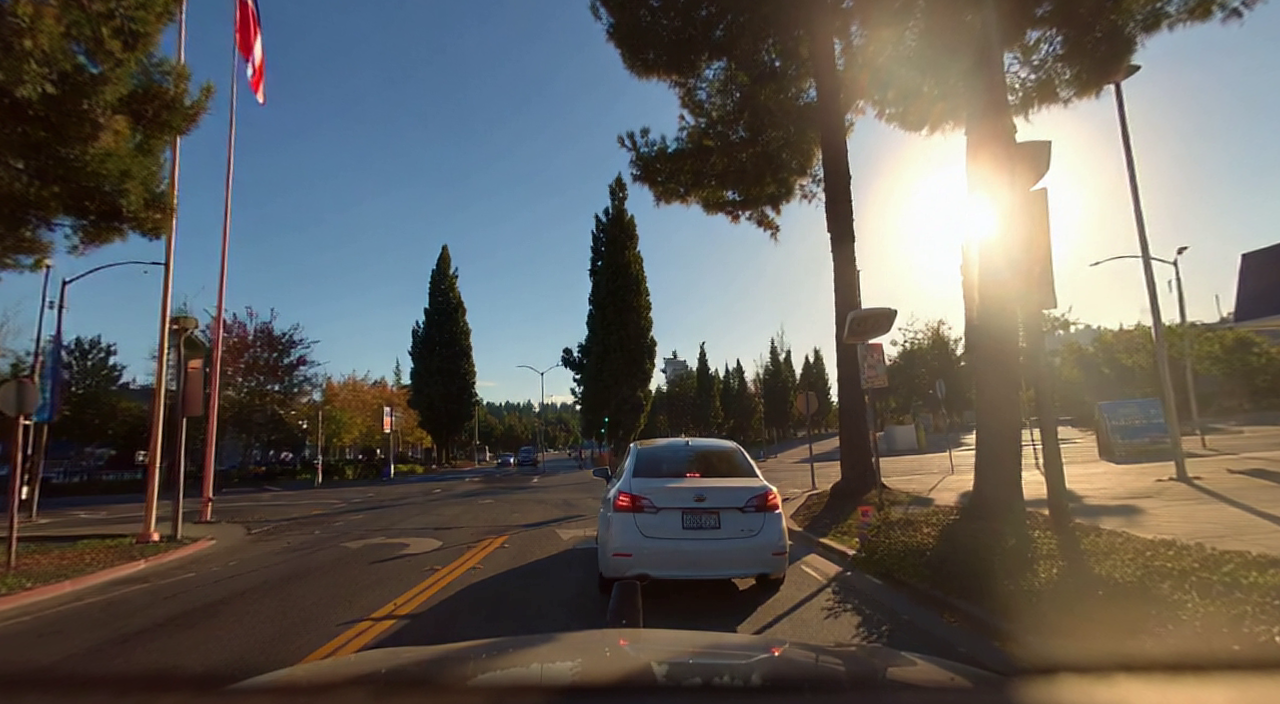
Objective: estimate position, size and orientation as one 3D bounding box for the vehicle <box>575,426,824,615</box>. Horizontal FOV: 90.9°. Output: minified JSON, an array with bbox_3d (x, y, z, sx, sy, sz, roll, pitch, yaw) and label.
[{"bbox_3d":[0.377,1.620,6.895,1.985,1.463,3.647,0,-9,-3],"label":"vehicle"}]

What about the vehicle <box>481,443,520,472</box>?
[{"bbox_3d":[-10.098,7.673,45.870,2.212,1.948,4.537,0,-9,-6],"label":"vehicle"}]
